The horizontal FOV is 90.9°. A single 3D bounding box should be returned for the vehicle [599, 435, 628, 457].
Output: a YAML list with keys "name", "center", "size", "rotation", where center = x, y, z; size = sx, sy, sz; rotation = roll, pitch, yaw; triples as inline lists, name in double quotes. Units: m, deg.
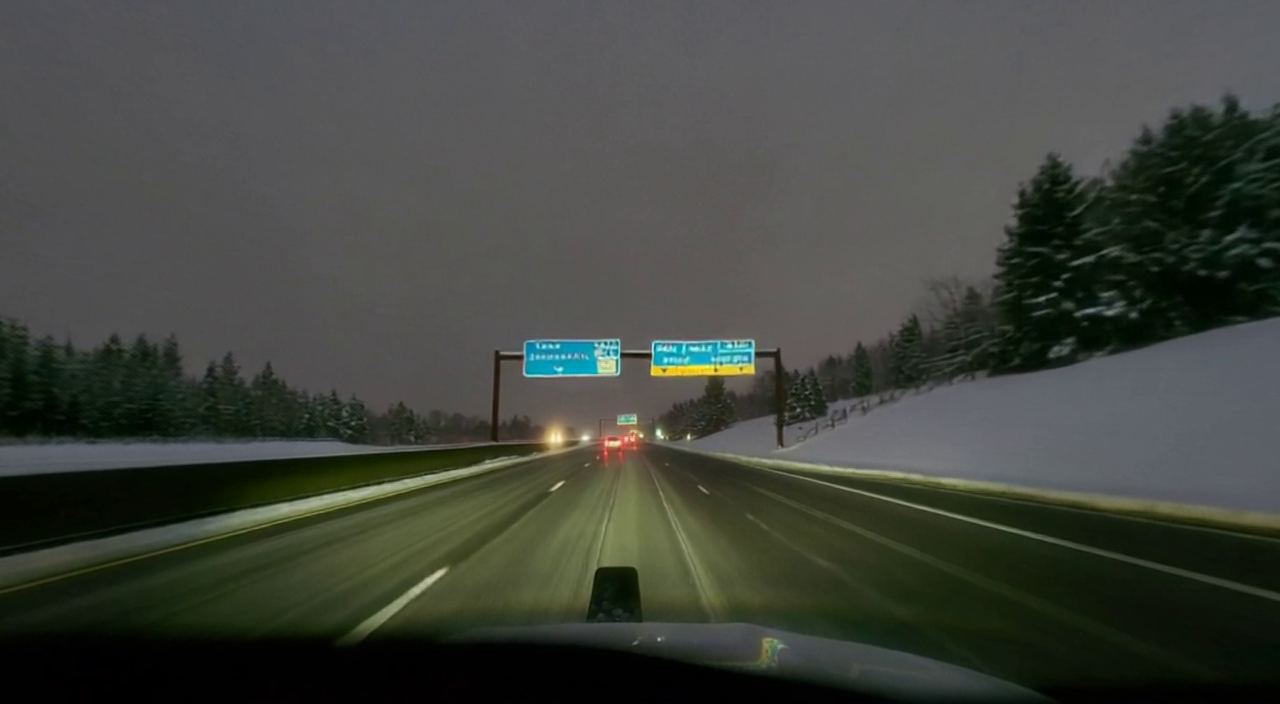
- name: "vehicle"
  center: [-1.922, 6.915, 46.642]
  size: [1.993, 1.519, 4.046]
  rotation: [0, -8, -1]
